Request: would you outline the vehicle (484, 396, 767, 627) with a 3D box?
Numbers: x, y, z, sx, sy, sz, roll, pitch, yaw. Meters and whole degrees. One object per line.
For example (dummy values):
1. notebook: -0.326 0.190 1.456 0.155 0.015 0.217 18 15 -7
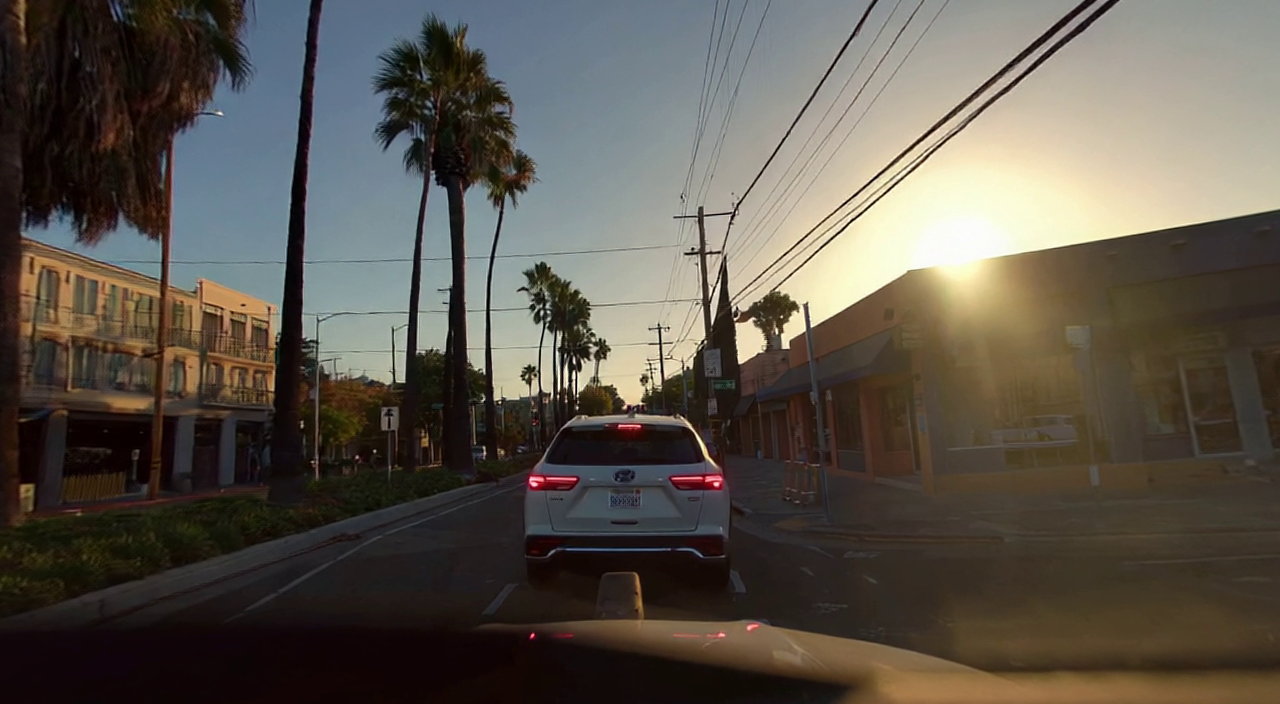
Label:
1. vehicle: -0.191 1.457 6.675 2.105 1.702 3.750 0 -8 -3
